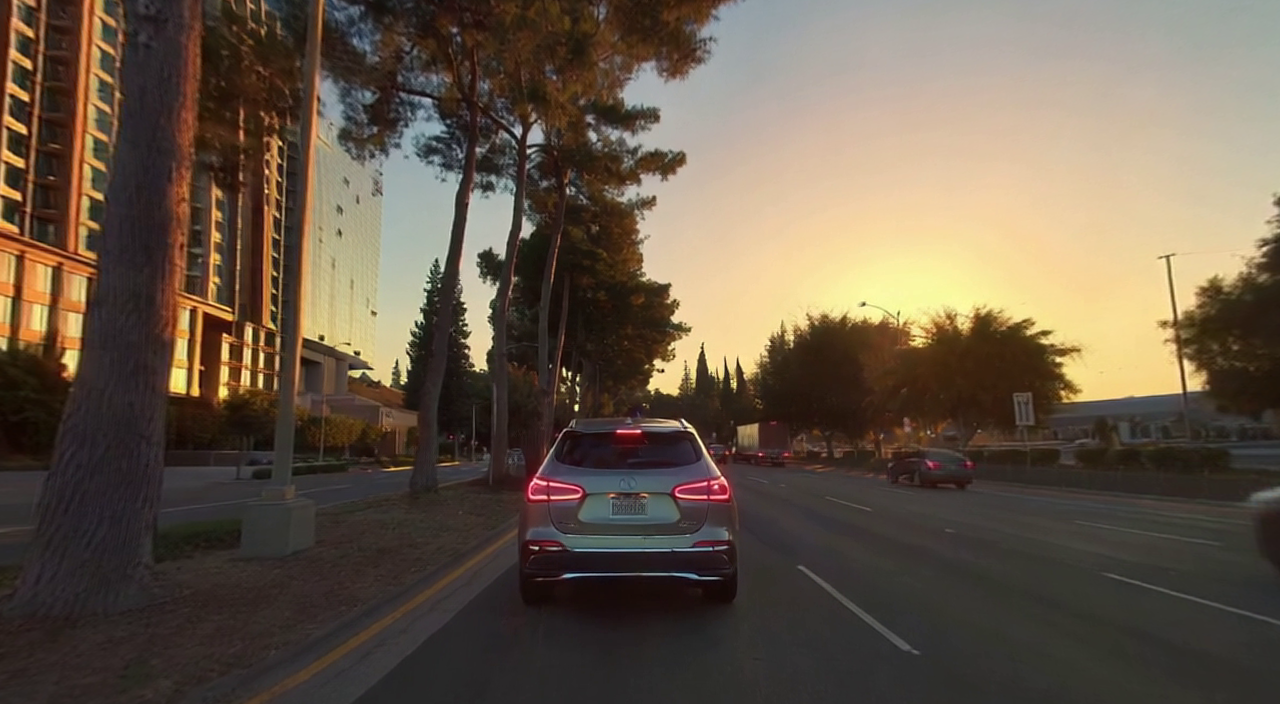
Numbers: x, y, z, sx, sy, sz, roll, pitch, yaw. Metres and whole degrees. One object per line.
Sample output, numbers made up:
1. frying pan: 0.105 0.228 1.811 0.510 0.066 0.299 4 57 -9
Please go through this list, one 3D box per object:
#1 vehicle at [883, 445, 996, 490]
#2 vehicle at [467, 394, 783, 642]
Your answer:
1. vehicle: 11.110 4.293 23.717 1.998 1.527 4.489 0 -9 0
2. vehicle: -0.146 1.448 6.443 2.172 1.694 4.055 0 -8 -1
